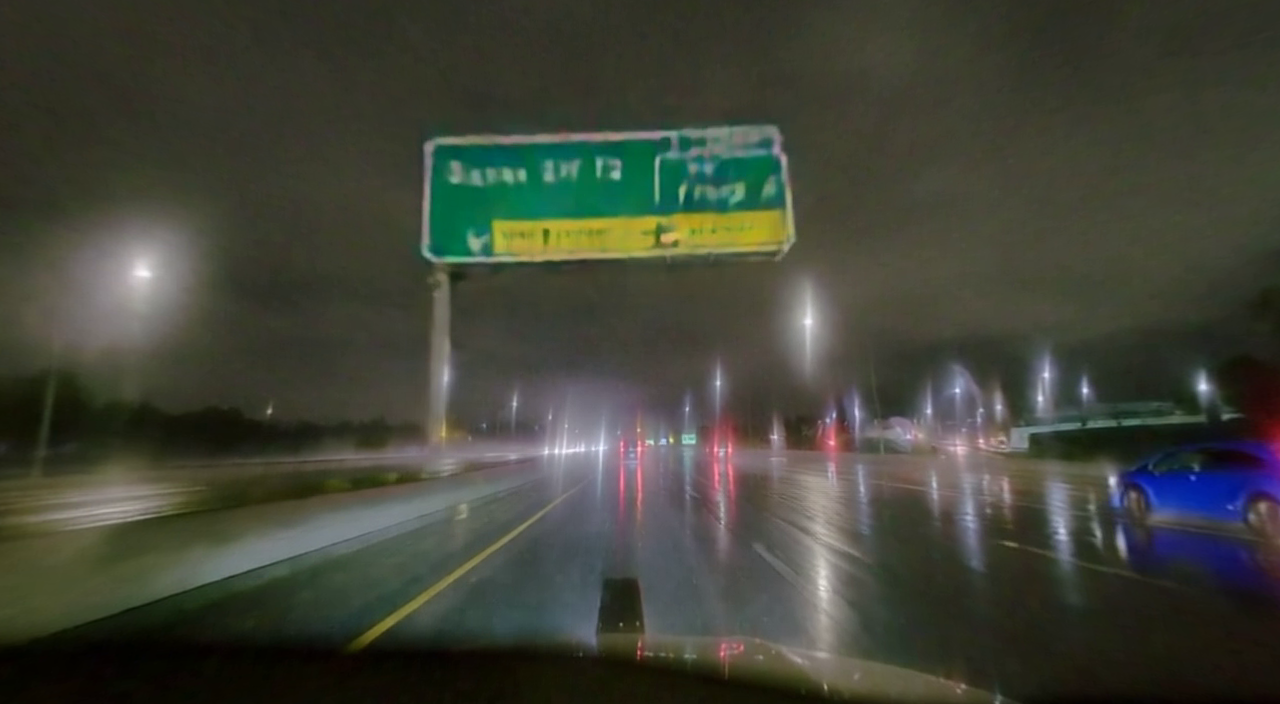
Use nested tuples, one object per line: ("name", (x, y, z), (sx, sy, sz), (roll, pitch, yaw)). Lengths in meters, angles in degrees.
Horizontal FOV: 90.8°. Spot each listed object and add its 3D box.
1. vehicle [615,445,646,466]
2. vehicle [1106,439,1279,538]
("vehicle", (-0.607, 7.007, 42.855), (2.004, 1.259, 3.781), (0, -8, 0))
("vehicle", (10.719, 2.234, 10.701), (2.024, 1.481, 4.747), (0, -8, 0))
